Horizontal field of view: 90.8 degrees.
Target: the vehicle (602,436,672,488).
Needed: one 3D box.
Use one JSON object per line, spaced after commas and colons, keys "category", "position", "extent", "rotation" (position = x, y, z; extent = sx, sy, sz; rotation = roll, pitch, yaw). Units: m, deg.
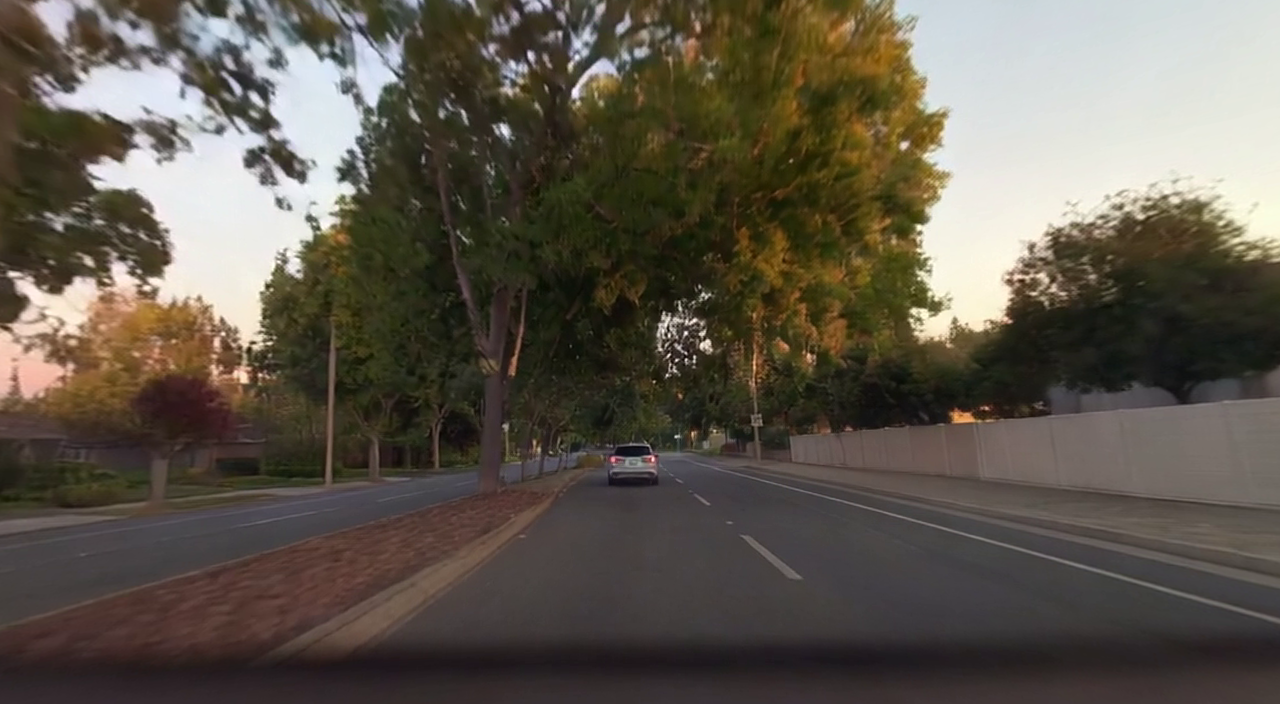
{"category": "vehicle", "position": [-0.113, 3.797, 22.090], "extent": [2.181, 1.639, 4.127], "rotation": [0, -9, 0]}
